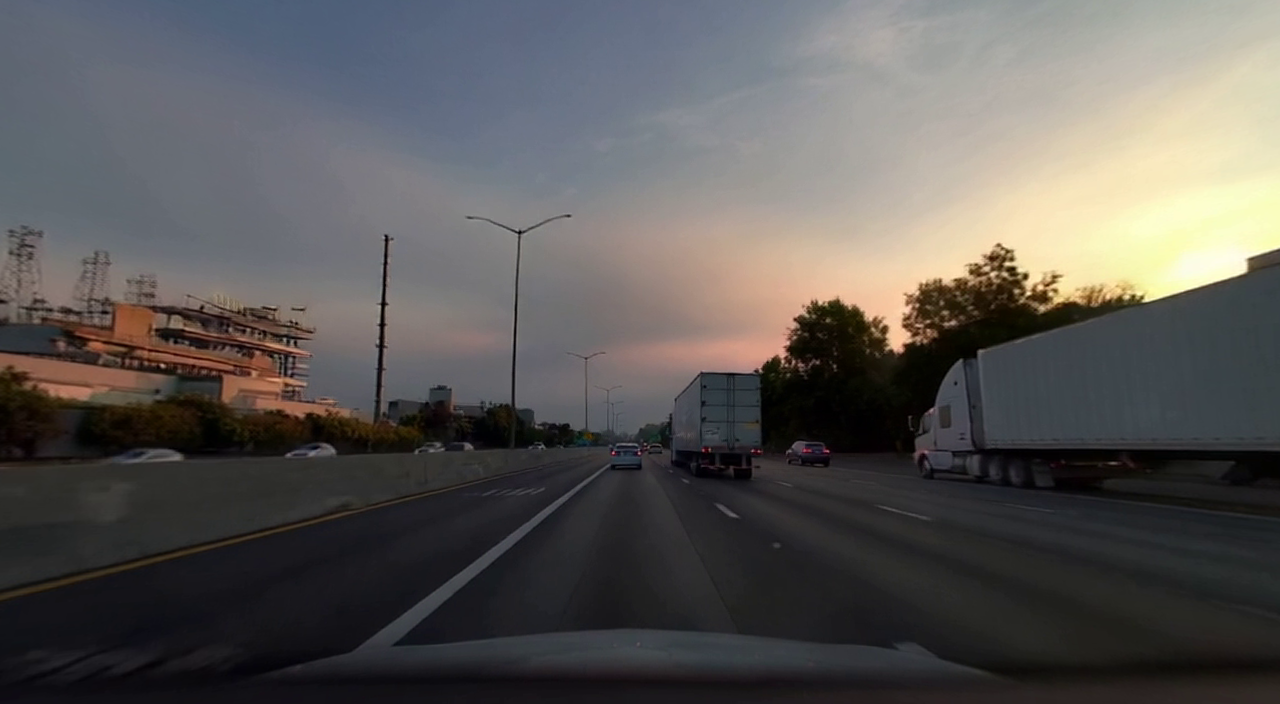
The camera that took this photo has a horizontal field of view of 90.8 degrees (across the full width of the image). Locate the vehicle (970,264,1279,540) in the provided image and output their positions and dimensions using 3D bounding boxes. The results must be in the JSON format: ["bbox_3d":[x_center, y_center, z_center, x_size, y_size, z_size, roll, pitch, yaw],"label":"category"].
[{"bbox_3d":[11.225,0.784,9.786,2.898,4.171,17.188,0,-9,0],"label":"vehicle"}]

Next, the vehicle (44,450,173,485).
[{"bbox_3d":[-24.123,5.216,28.954,1.950,1.455,4.569,0,-9,0],"label":"vehicle"}]

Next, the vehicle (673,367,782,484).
[{"bbox_3d":[3.376,3.387,27.759,2.999,4.127,10.526,0,-9,-2],"label":"vehicle"}]

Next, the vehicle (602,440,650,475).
[{"bbox_3d":[-0.665,5.087,30.591,2.163,1.551,4.180,0,-9,-1],"label":"vehicle"}]

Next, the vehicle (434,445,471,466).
[{"bbox_3d":[-13.269,7.300,44.851,1.543,1.408,3.505,0,-9,0],"label":"vehicle"}]

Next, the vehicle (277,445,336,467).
[{"bbox_3d":[-24.093,7.495,45.820,1.905,1.516,4.340,0,-9,0],"label":"vehicle"}]

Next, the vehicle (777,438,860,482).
[{"bbox_3d":[7.336,4.499,26.482,2.154,1.658,4.347,0,-9,-1],"label":"vehicle"}]
